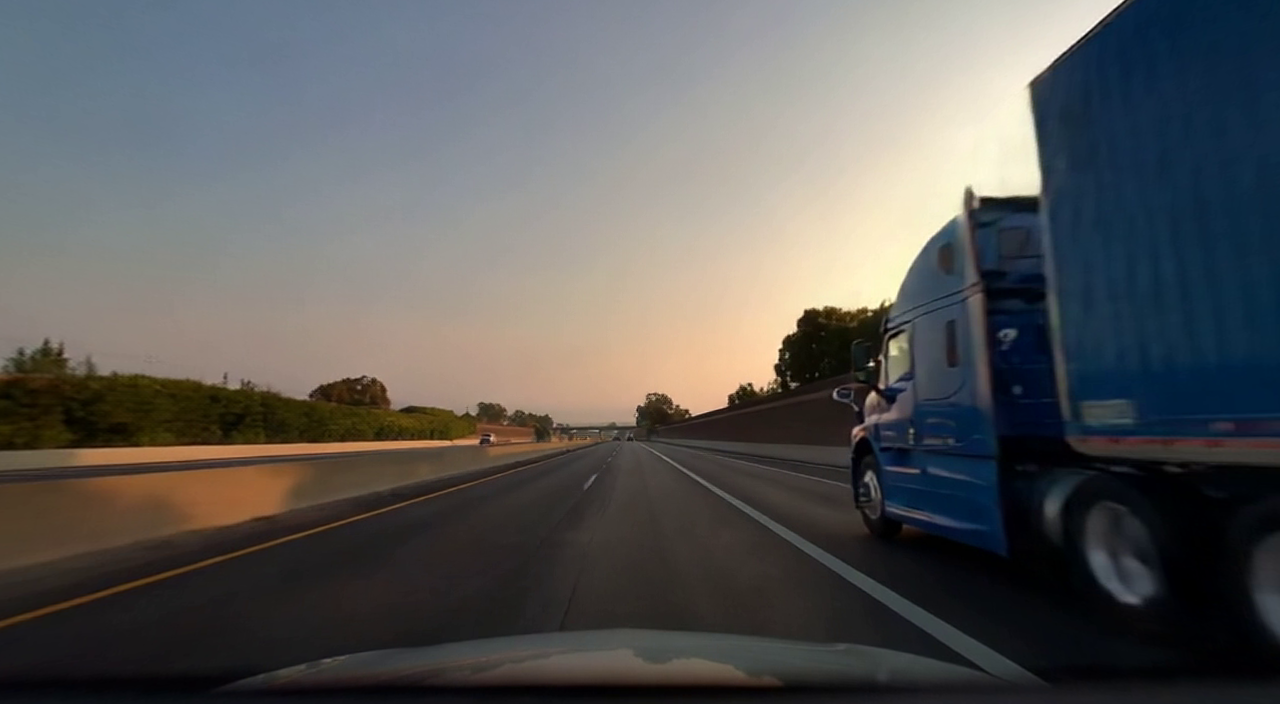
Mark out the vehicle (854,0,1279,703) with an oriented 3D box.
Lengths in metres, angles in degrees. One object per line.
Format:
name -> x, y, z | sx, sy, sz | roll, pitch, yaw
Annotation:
vehicle -> 4.556, -0.266, 3.251 | 3.162, 3.950, 10.161 | 0, -8, -1
